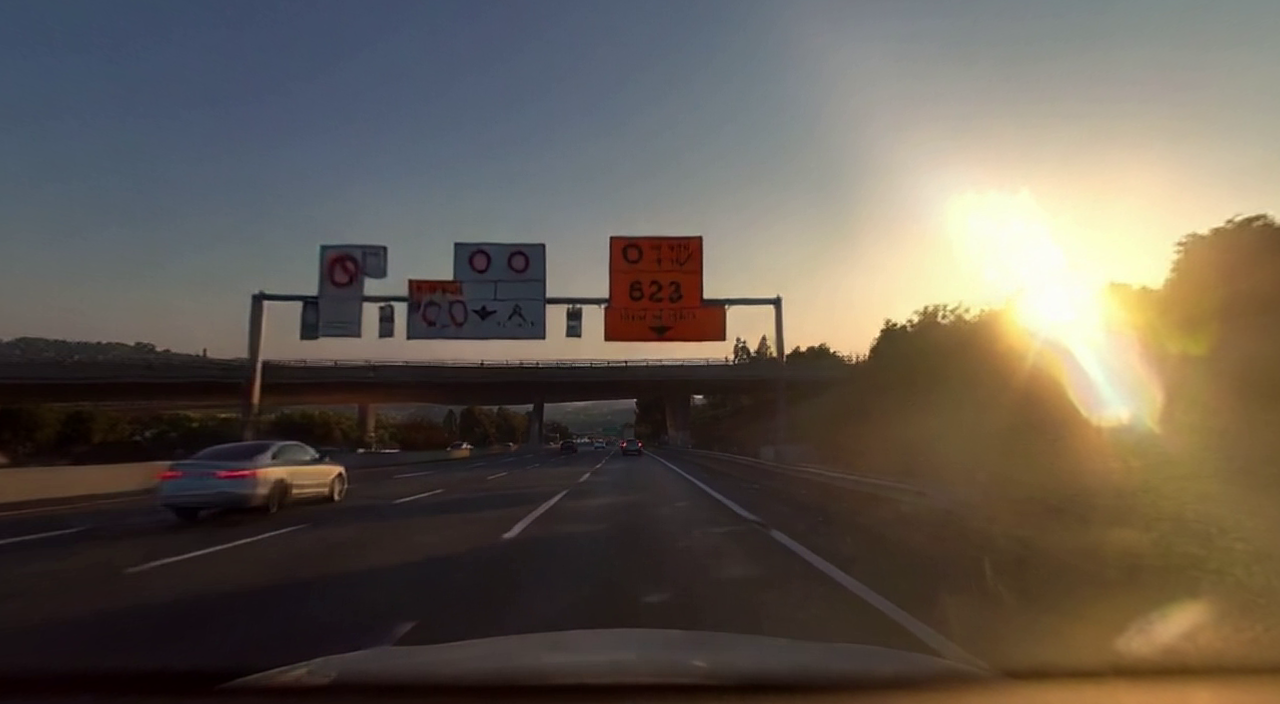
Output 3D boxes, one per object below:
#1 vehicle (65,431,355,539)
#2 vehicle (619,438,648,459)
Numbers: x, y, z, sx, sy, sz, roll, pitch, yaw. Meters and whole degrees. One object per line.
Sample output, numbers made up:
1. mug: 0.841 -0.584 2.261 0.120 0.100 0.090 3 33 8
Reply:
1. vehicle: -7.200 2.237 11.366 1.939 1.504 4.727 0 -8 -1
2. vehicle: -0.485 7.159 46.758 2.072 1.440 3.690 0 -8 -1
